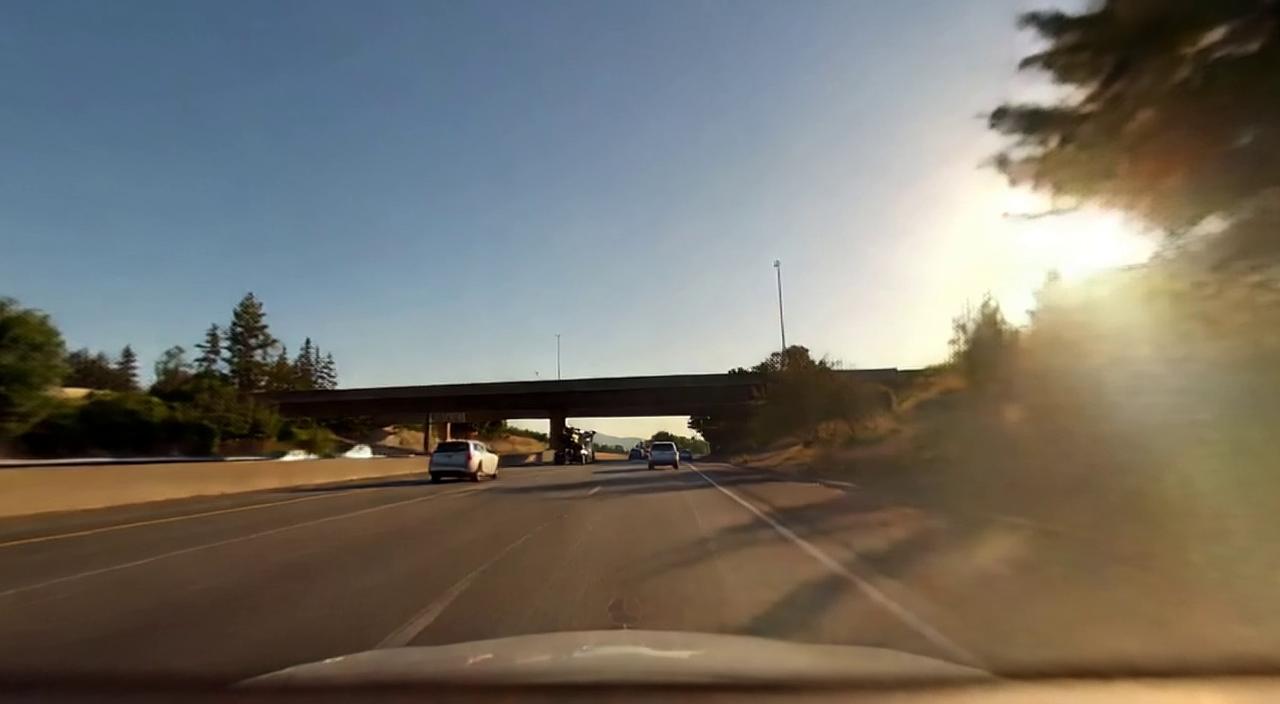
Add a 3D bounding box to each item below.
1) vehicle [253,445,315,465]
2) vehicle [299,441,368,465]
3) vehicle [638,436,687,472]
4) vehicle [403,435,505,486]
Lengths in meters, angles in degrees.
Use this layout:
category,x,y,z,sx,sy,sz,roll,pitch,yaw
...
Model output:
category,x,y,z,sx,sy,sz,roll,pitch,yaw
vehicle,-26.936,7.786,47.880,1.775,1.461,4.694,0,-8,3
vehicle,-20.170,6.682,41.743,1.889,1.480,4.980,0,-8,2
vehicle,1.168,5.243,32.565,2.336,1.722,4.212,0,-8,2
vehicle,-6.564,3.855,22.903,2.115,1.644,4.513,0,-8,3
